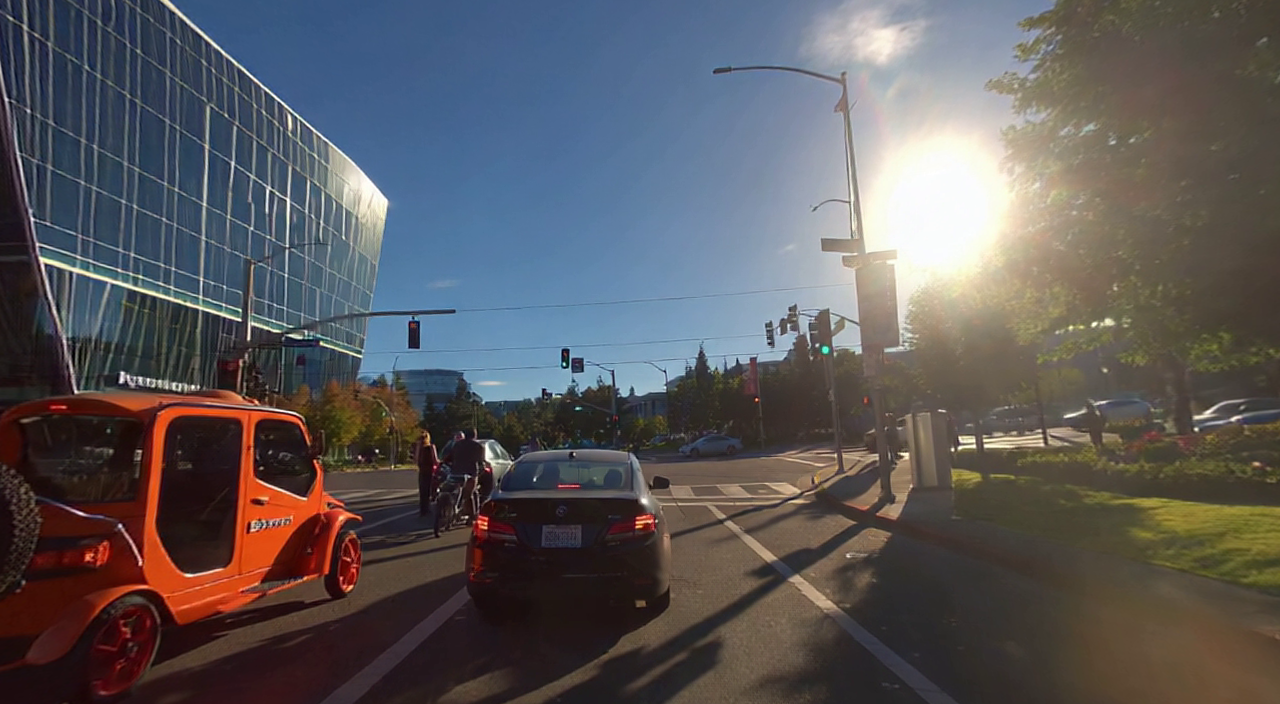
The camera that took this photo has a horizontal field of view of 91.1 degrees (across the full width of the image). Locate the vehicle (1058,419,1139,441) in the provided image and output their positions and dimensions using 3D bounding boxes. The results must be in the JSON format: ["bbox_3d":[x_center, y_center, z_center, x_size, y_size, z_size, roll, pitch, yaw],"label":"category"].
[{"bbox_3d":[30.717,5.272,42.111,1.751,1.420,4.027,8,-12,-43],"label":"vehicle"}]

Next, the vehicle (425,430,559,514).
[{"bbox_3d":[-3.171,2.658,14.407,1.935,1.615,4.073,-1,-8,2],"label":"vehicle"}]

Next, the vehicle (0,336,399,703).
[{"bbox_3d":[-3.615,1.130,4.453,2.000,1.809,4.405,0,-8,0],"label":"vehicle"}]

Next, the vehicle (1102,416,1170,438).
[{"bbox_3d":[36.780,5.598,46.572,1.625,1.449,3.557,6,-11,-38],"label":"vehicle"}]

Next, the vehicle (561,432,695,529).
[{"bbox_3d":[-0.147,2.270,11.657,2.025,1.458,4.085,0,-8,1],"label":"vehicle"}]
